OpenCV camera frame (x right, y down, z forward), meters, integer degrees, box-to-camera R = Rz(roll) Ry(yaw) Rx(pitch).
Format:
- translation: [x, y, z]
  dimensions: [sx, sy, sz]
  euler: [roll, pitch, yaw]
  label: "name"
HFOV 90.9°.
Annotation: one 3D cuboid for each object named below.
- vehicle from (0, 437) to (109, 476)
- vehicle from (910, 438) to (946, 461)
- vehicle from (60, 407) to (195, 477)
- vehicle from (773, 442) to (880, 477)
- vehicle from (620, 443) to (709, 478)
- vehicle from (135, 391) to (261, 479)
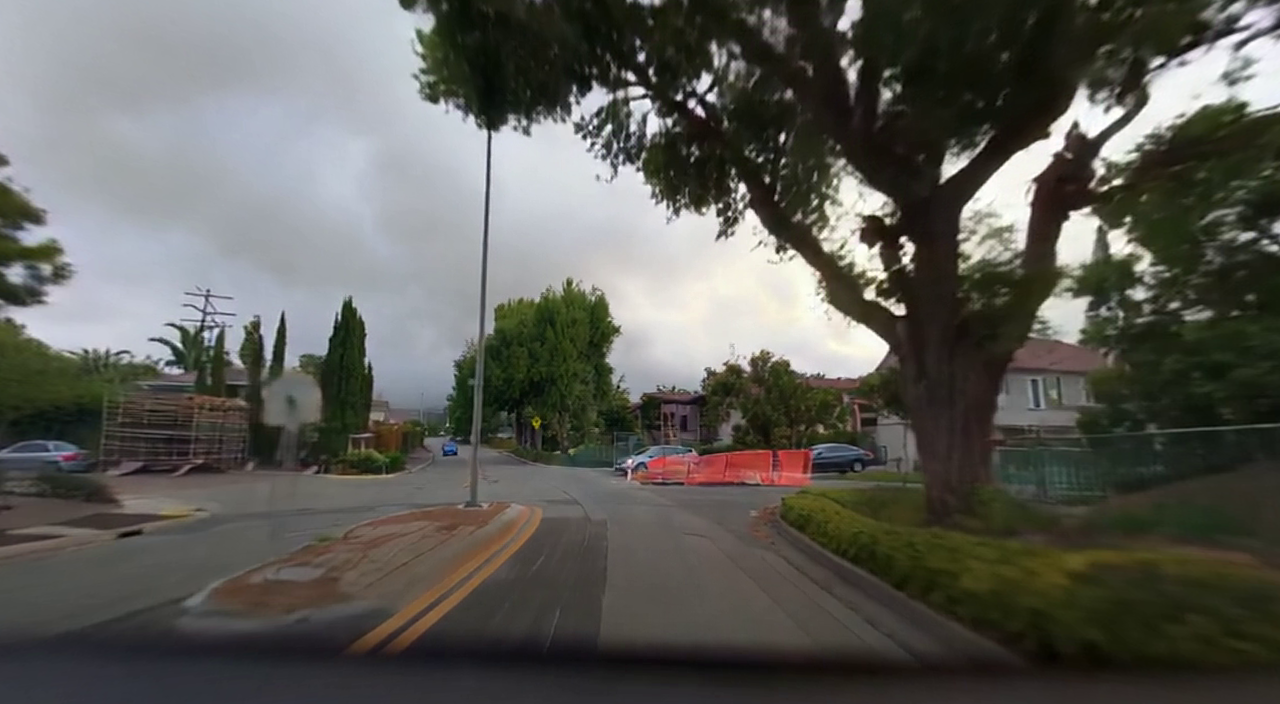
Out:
- translation: [-25.215, 4.497, 27.284]
  dimensions: [1.735, 1.534, 3.621]
  euler: [1, -9, -11]
  label: "vehicle"
- translation: [20.074, 6.797, 44.015]
  dimensions: [1.825, 1.482, 4.073]
  euler: [-3, -9, 18]
  label: "vehicle"
- translation: [-22.703, 4.058, 28.267]
  dimensions: [2.207, 2.862, 4.908]
  euler: [1, -9, -8]
  label: "vehicle"
- translation: [8.703, 5.063, 29.692]
  dimensions: [4.378, 1.543, 2.080]
  euler: [0, -9, 0]
  label: "vehicle"
- translation: [1.072, 4.979, 29.065]
  dimensions: [3.772, 1.531, 1.949]
  euler: [1, -9, -10]
  label: "vehicle"
- translation: [-19.995, 3.733, 28.939]
  dimensions: [2.438, 3.594, 5.582]
  euler: [2, -6, -10]
  label: "vehicle"
